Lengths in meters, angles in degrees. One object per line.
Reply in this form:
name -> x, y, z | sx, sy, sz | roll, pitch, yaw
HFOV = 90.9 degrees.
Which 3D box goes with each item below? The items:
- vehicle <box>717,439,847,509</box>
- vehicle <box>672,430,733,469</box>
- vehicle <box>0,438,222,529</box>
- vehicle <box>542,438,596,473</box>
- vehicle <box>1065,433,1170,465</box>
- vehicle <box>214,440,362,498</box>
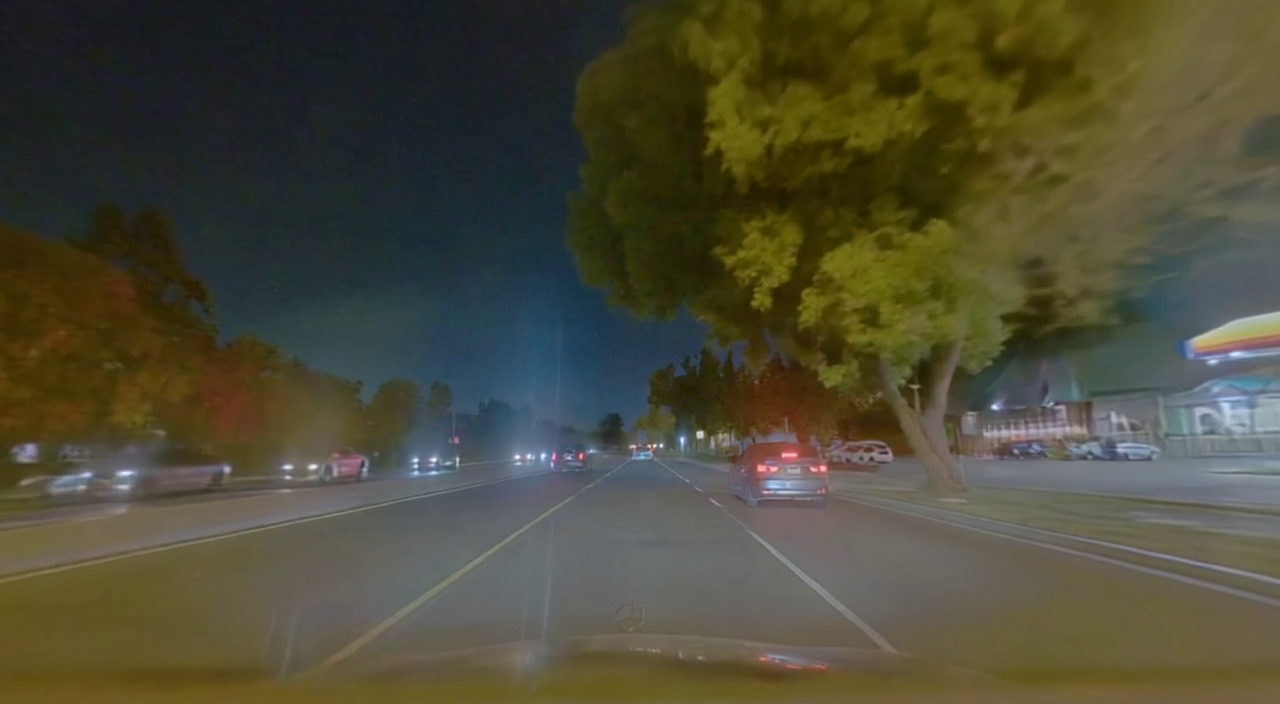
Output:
vehicle -> 3.329, 2.977, 15.877 | 2.095, 1.475, 4.686 | 0, -9, -1
vehicle -> 3.748, 6.060, 39.171 | 3.245, 2.199, 6.295 | 0, -8, 1
vehicle -> -11.442, 2.658, 13.491 | 1.909, 1.467, 4.522 | -2, -6, 0
vehicle -> -3.690, 5.489, 33.547 | 2.250, 1.713, 4.422 | 0, -9, 1
vehicle -> 24.092, 4.911, 32.059 | 1.921, 1.463, 4.380 | 1, -8, 0
vehicle -> -11.373, 3.751, 20.871 | 2.004, 1.509, 4.932 | -2, -6, 1
